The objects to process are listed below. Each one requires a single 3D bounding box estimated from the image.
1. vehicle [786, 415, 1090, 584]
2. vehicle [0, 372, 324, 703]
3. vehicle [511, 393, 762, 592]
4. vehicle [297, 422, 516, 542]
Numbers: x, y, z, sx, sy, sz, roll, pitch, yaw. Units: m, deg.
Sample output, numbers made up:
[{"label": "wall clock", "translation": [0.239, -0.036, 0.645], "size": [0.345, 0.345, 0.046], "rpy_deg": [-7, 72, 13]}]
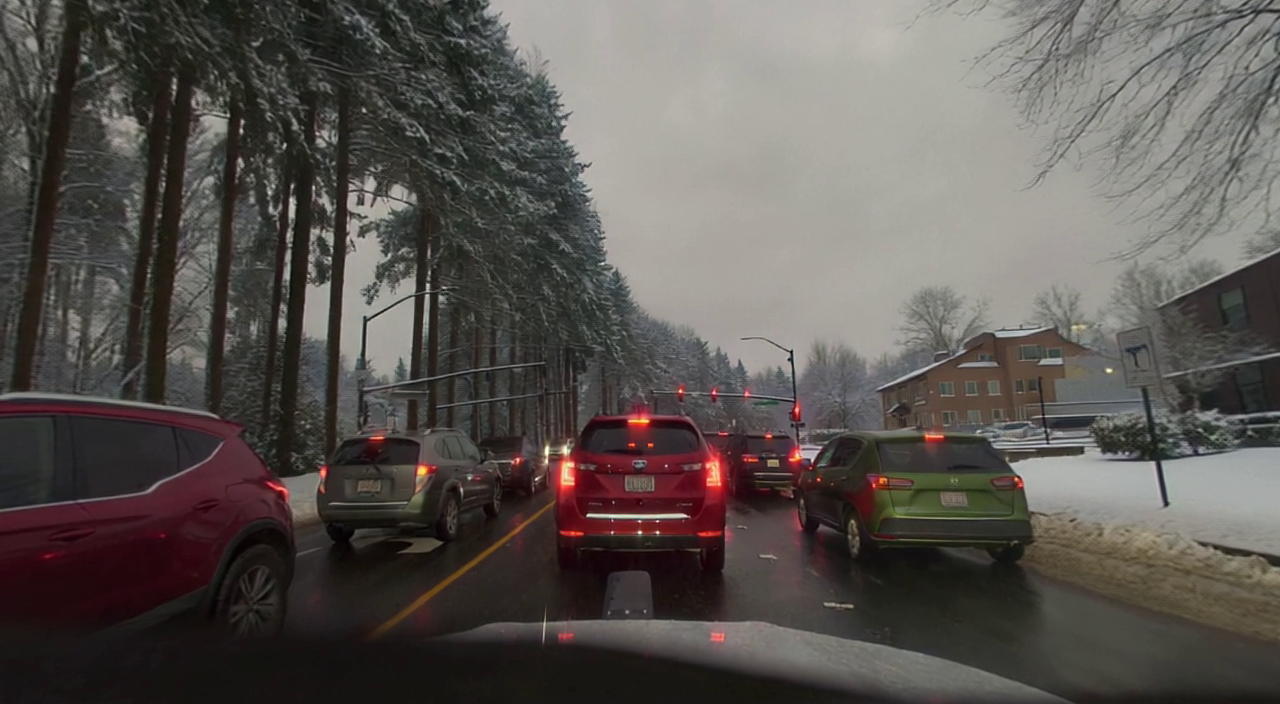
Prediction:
[{"label": "vehicle", "translation": [3.262, 1.667, 7.858], "size": [1.922, 1.579, 3.642], "rpy_deg": [0, -8, -1]}, {"label": "vehicle", "translation": [-3.781, 0.991, 3.292], "size": [1.929, 1.641, 4.193], "rpy_deg": [0, -8, 2]}, {"label": "vehicle", "translation": [-0.009, 1.534, 7.640], "size": [2.193, 1.744, 4.033], "rpy_deg": [0, -8, 1]}, {"label": "vehicle", "translation": [-3.660, 2.112, 10.916], "size": [2.042, 1.641, 4.314], "rpy_deg": [0, -8, 1]}]
